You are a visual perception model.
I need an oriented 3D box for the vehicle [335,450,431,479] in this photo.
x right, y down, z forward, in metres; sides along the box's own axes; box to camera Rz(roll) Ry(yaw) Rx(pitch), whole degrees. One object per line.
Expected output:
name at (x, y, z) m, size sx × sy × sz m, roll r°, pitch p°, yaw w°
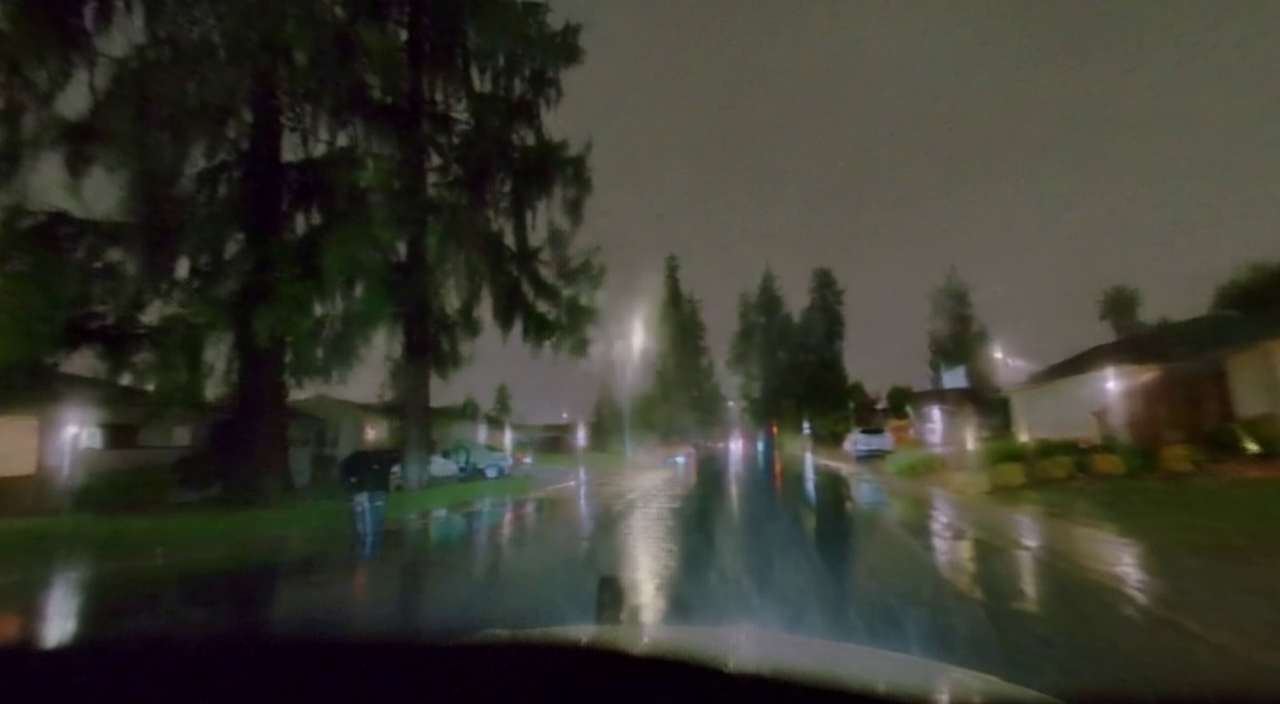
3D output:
vehicle at (-13.958, 6.091, 34.372) m, size 4.531 × 1.470 × 1.855 m, roll -2°, pitch -9°, yaw 13°

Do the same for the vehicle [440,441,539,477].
vehicle at (-7.740, 5.539, 32.782) m, size 4.559 × 1.745 × 1.918 m, roll -2°, pitch -8°, yaw 9°
